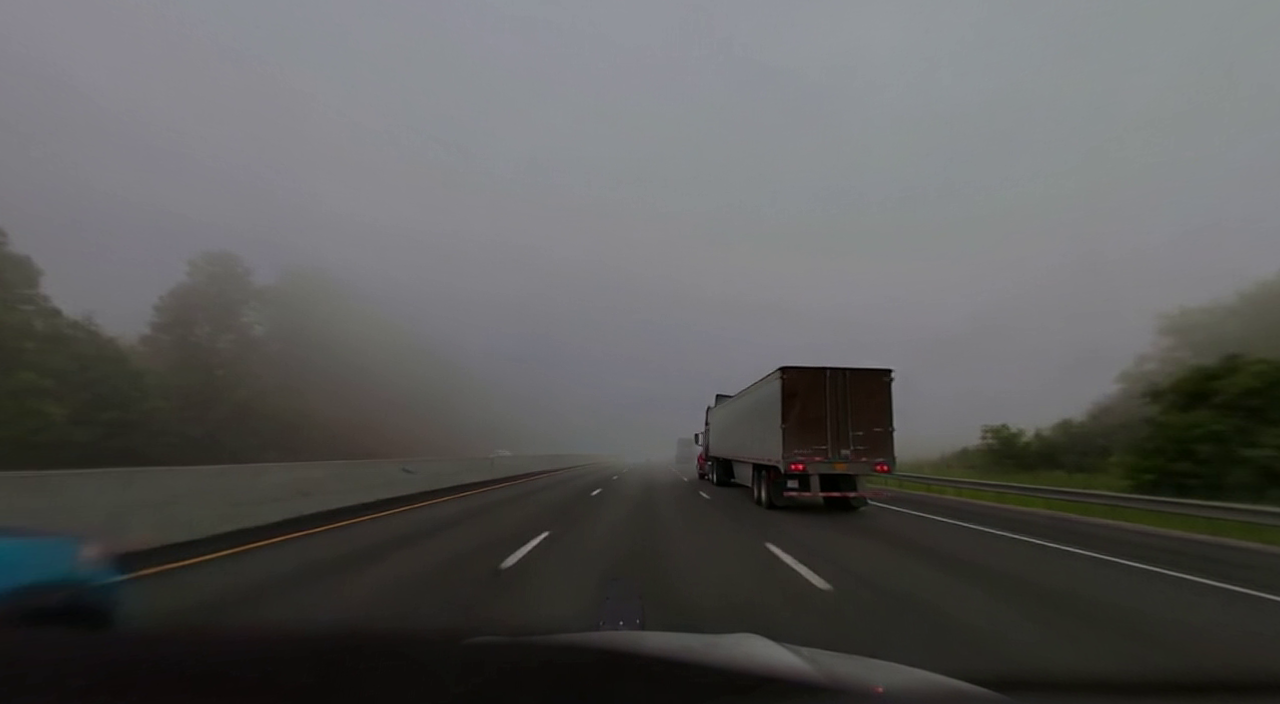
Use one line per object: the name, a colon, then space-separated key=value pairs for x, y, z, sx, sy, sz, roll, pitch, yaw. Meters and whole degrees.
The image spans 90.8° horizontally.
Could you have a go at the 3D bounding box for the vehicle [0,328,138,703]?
vehicle: x=-3.430 y=0.504 z=0.565 sx=2.297 sy=1.683 sz=4.385 roll=0 pitch=-9 yaw=0

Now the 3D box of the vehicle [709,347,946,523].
vehicle: x=4.386 y=2.682 z=19.268 sx=2.868 sy=3.427 sz=14.032 roll=0 pitch=-9 yaw=0
